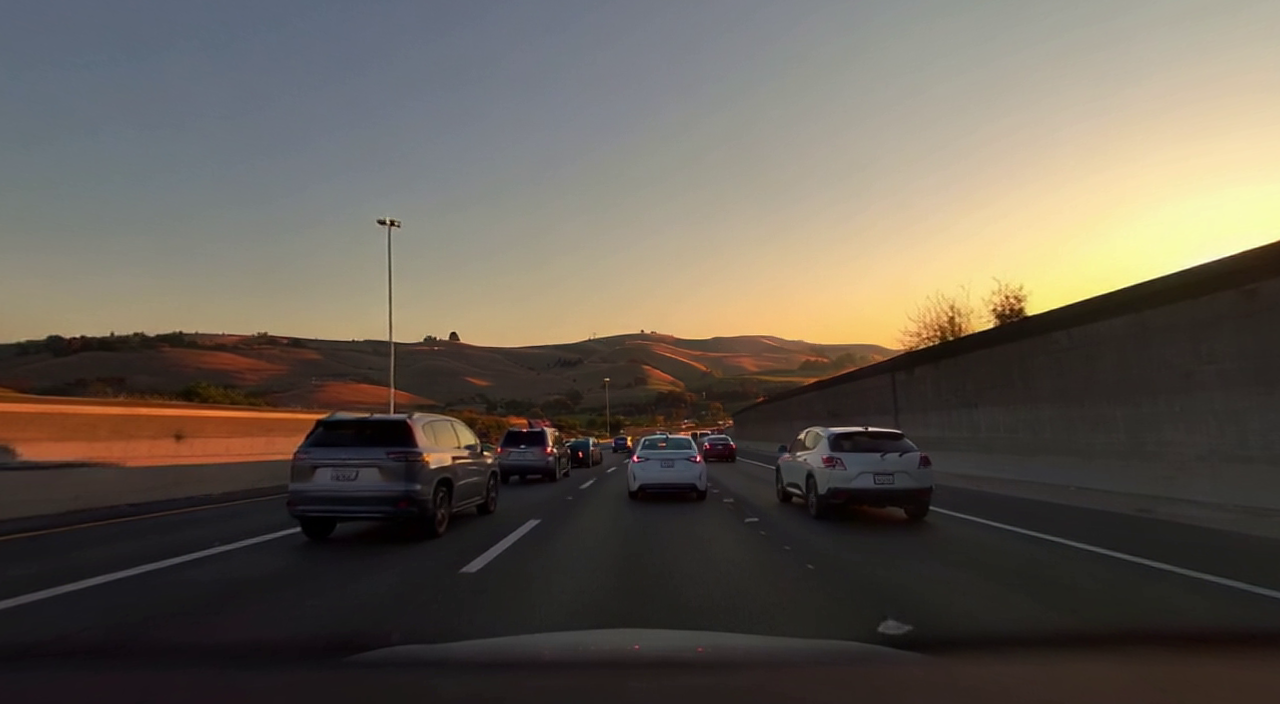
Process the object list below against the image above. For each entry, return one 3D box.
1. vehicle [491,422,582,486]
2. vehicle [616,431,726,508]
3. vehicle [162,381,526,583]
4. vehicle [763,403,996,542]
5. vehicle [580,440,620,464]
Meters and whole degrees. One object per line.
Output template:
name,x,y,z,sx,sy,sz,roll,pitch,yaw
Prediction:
vehicle,-3.204,3.292,20.666,1.997,1.806,5.002,0,-8,1
vehicle,0.619,2.579,14.350,2.105,1.471,4.349,0,-8,1
vehicle,-3.311,1.615,8.744,2.301,1.902,5.374,0,-8,1
vehicle,3.510,1.862,10.386,2.046,1.765,4.534,0,-8,0
vehicle,-2.347,6.013,38.195,1.973,1.378,3.677,-1,-8,4
